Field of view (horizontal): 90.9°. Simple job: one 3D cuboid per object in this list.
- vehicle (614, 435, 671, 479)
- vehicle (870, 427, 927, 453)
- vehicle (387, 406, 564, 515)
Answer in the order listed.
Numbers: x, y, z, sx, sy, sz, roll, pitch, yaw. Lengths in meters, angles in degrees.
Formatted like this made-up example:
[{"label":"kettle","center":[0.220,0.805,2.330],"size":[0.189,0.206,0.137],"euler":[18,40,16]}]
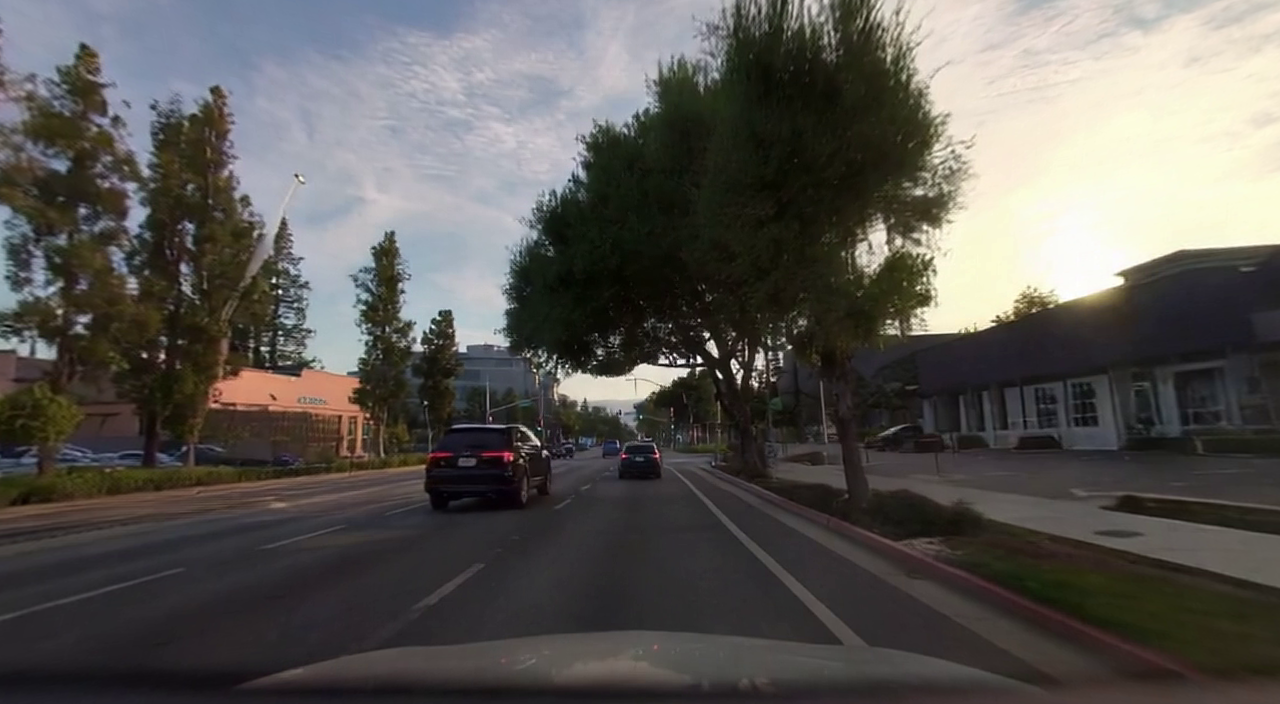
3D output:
[{"label":"vehicle","center":[0.145,4.184,25.417],"size":[2.108,1.612,4.246],"euler":[0,-8,1]},{"label":"vehicle","center":[17.524,6.000,42.919],"size":[1.856,1.491,4.209],"euler":[-5,-8,-3]},{"label":"vehicle","center":[-3.372,2.399,14.411],"size":[2.358,1.990,5.447],"euler":[0,-8,2]}]
